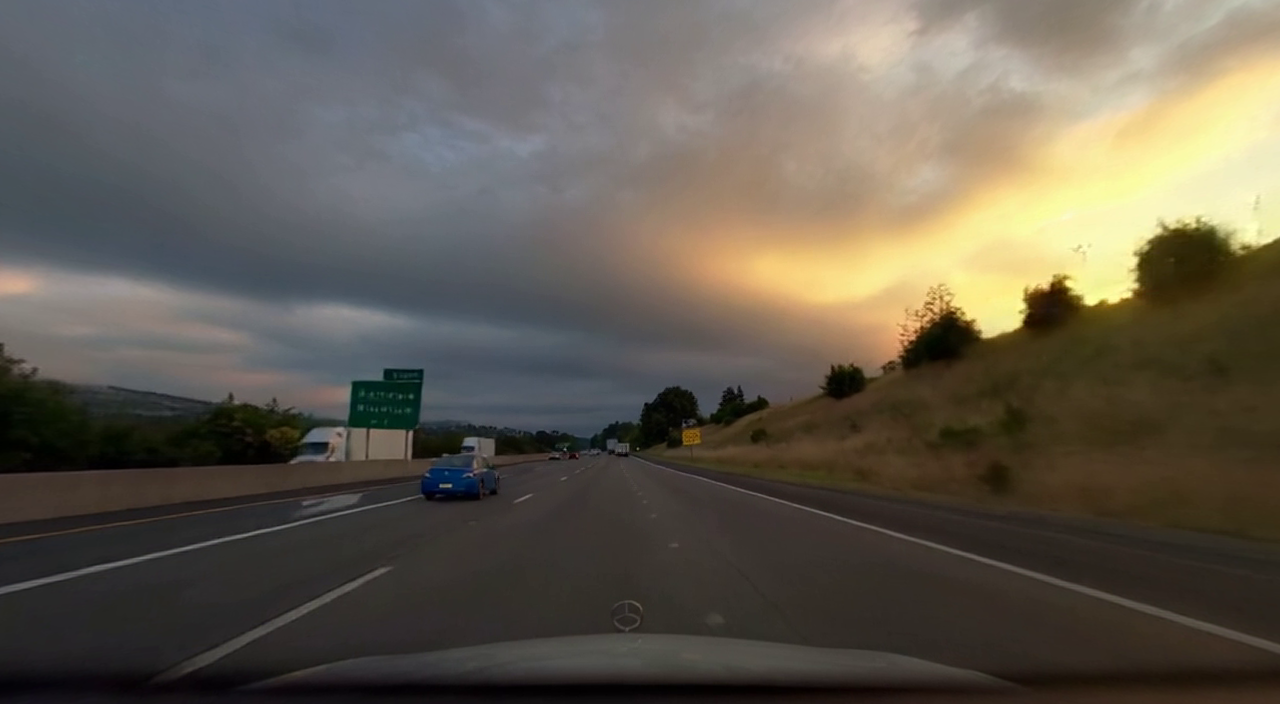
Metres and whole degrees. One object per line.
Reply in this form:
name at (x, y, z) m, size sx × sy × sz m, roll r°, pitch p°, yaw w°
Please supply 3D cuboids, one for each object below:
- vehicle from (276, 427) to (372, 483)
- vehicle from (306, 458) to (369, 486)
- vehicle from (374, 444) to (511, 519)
vehicle at (-22.239, 7.319, 44.914) m, size 3.788 × 3.644 × 6.022 m, roll 0°, pitch -9°, yaw -2°
vehicle at (-17.693, 7.012, 37.099) m, size 1.766 × 1.456 × 3.905 m, roll 0°, pitch -9°, yaw -1°
vehicle at (-4.566, 3.040, 15.290) m, size 2.121 × 1.537 × 3.852 m, roll 0°, pitch -9°, yaw -1°
